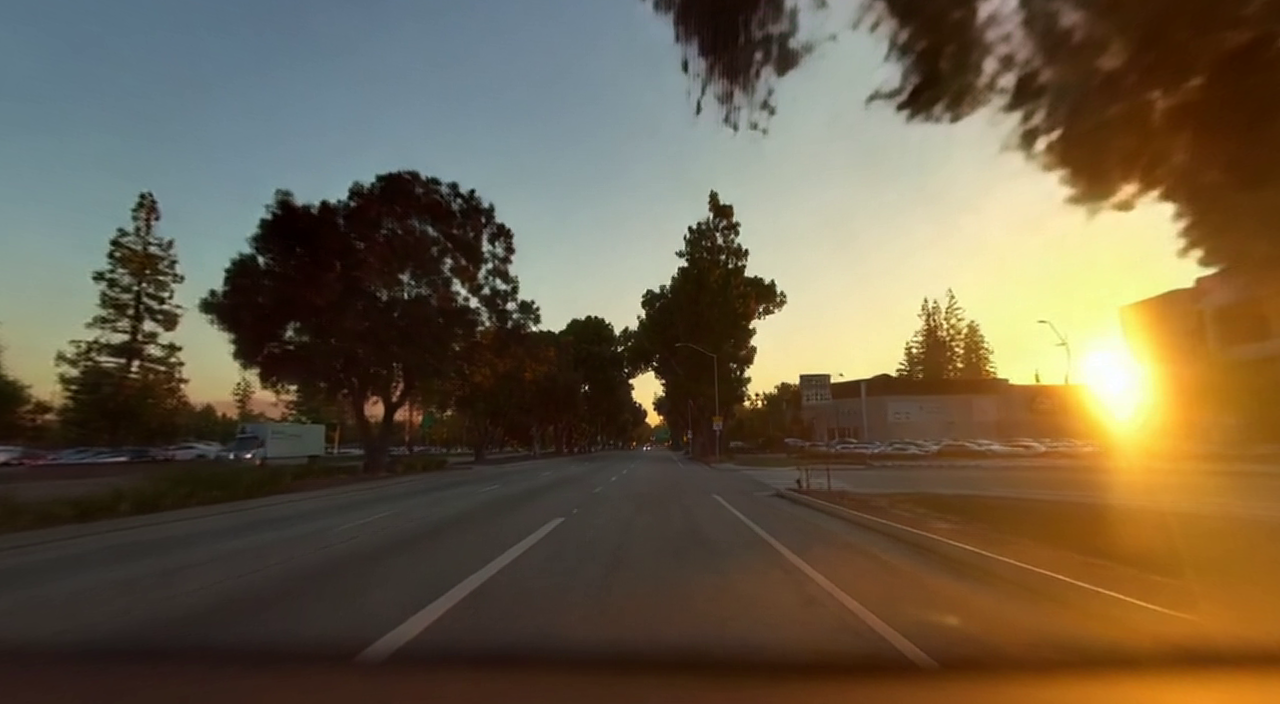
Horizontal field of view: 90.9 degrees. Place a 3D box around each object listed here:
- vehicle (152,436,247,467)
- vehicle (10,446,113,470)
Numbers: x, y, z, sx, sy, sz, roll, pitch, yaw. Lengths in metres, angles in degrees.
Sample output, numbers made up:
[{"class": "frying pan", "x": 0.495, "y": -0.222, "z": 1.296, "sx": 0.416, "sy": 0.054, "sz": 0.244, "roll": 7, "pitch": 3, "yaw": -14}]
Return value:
[{"class": "vehicle", "x": -33.969, "y": 7.668, "z": 48.744, "sx": 5.521, "sy": 2.214, "sz": 2.704, "roll": -1, "pitch": -8, "yaw": 8}, {"class": "vehicle", "x": -34.724, "y": 6.354, "z": 37.925, "sx": 4.276, "sy": 1.404, "sz": 1.978, "roll": 0, "pitch": -8, "yaw": 3}]
